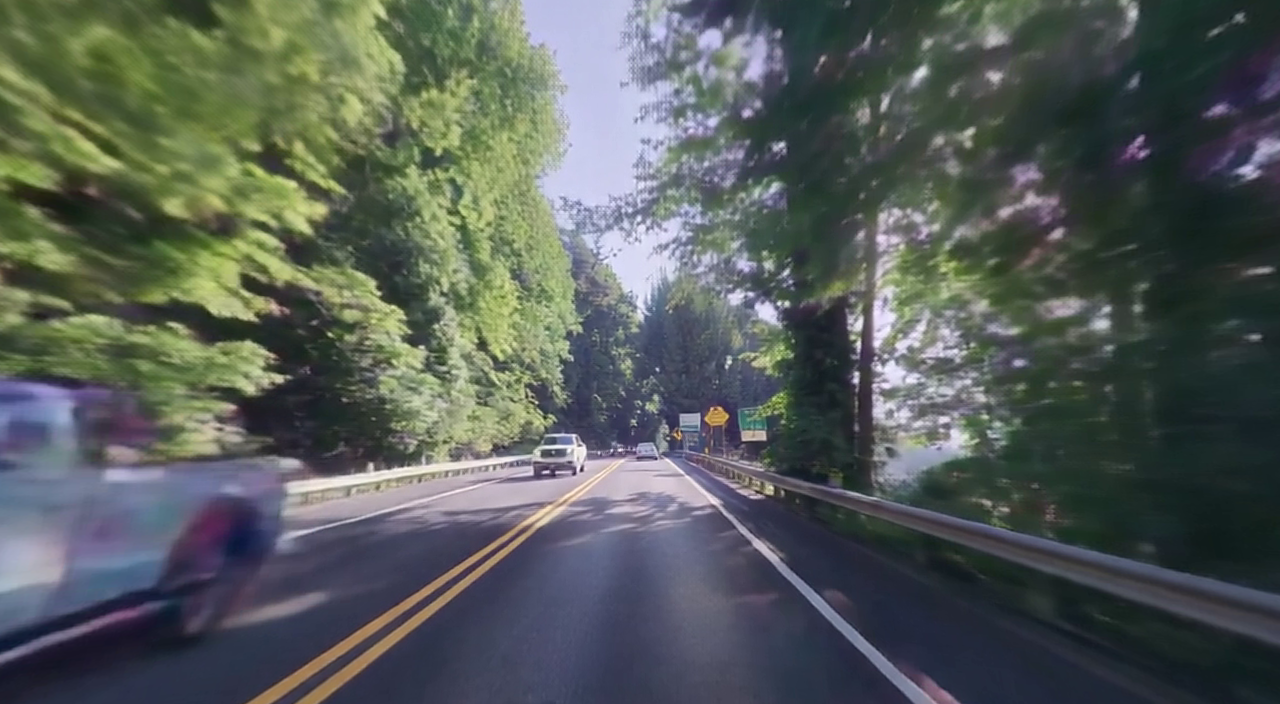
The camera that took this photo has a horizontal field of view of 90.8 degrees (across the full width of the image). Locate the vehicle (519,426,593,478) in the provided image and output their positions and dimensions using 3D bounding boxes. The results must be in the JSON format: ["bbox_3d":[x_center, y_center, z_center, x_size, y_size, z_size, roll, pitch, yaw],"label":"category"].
[{"bbox_3d":[-3.664,4.561,28.898,2.441,2.113,5.738,0,-9,1],"label":"vehicle"}]

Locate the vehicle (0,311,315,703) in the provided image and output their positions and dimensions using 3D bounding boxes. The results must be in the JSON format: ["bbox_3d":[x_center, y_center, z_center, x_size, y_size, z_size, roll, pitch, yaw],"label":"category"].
[{"bbox_3d":[-4.264,0.832,2.983,2.461,2.030,5.478,0,-9,1],"label":"vehicle"}]

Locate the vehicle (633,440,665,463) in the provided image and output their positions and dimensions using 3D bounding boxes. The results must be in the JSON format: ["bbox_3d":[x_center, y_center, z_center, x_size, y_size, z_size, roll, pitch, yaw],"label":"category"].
[{"bbox_3d":[0.619,6.749,43.042,2.067,1.486,3.861,0,-9,0],"label":"vehicle"}]
